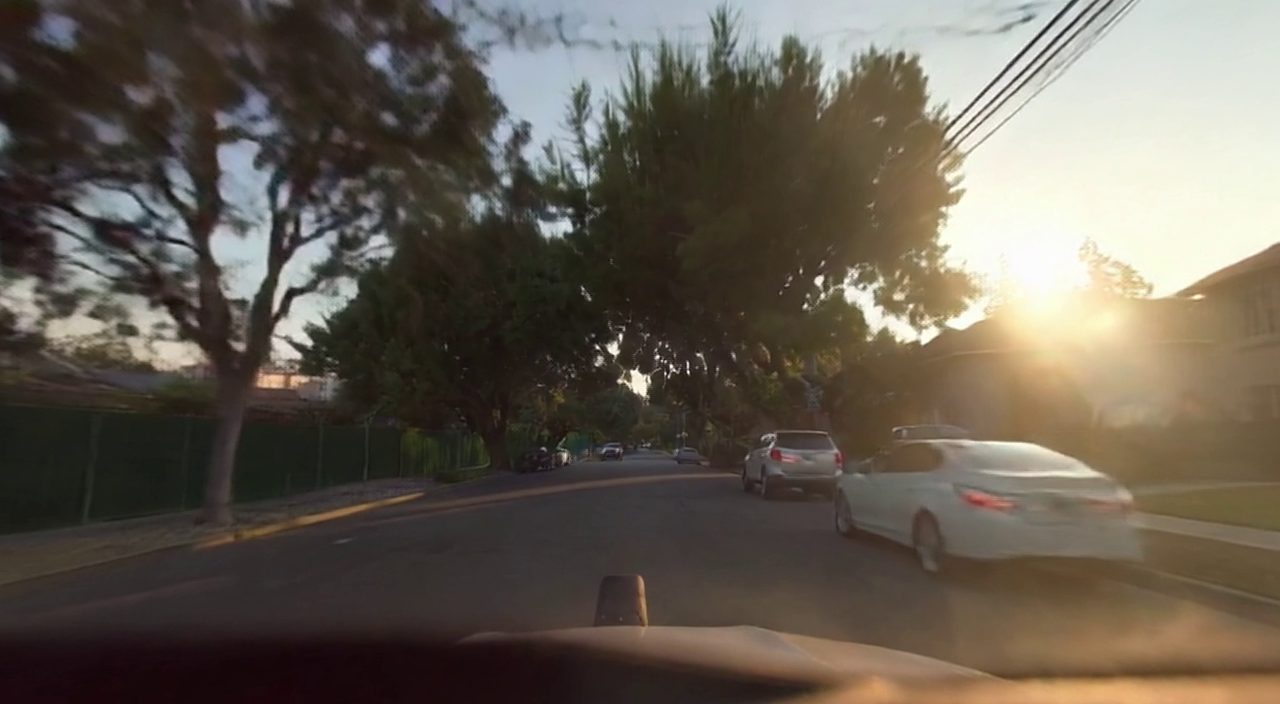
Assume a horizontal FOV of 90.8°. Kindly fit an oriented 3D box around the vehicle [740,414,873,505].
[{"bbox_3d":[4.099,2.727,16.407,2.220,2.045,4.139,0,-8,-1],"label":"vehicle"}]

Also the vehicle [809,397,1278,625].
[{"bbox_3d":[3.636,1.522,7.167,2.122,1.673,4.876,0,-8,1],"label":"vehicle"}]
